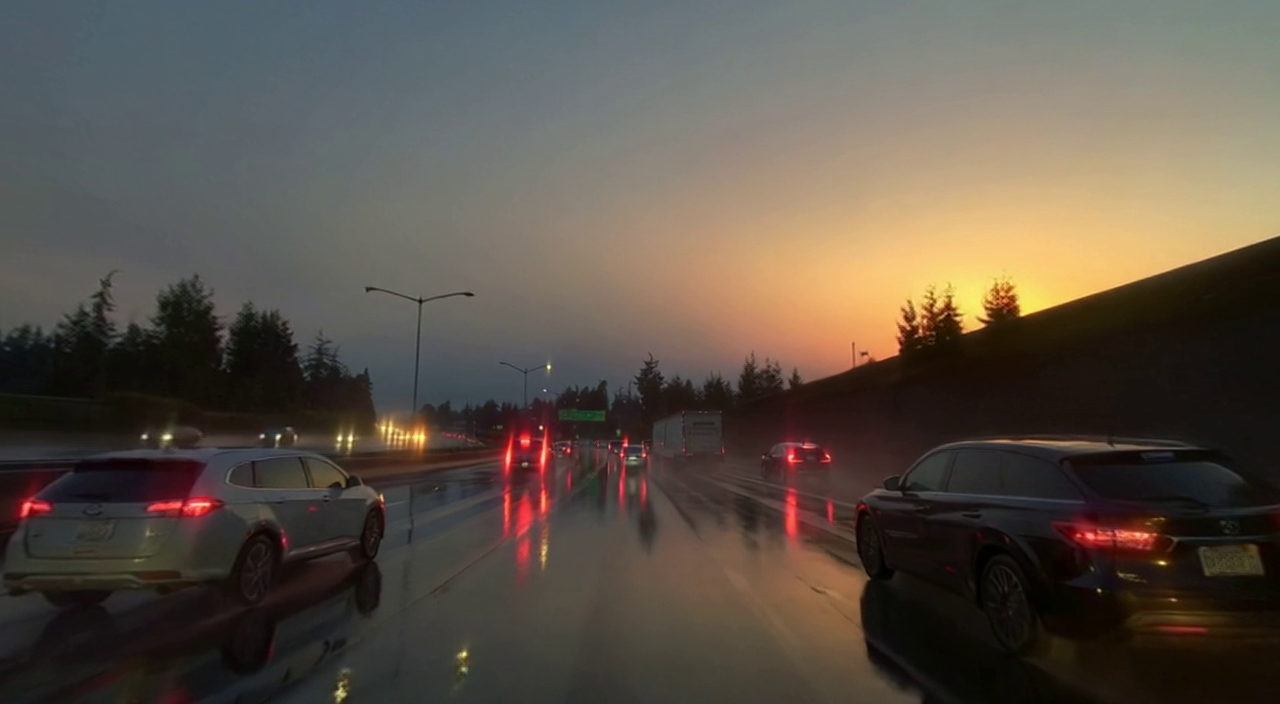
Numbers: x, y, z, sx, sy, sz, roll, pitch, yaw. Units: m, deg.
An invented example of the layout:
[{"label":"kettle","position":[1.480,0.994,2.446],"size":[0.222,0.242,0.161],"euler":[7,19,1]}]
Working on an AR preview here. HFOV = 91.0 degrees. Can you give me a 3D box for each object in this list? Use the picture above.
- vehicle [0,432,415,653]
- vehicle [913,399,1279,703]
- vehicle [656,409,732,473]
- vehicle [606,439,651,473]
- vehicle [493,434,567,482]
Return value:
[{"label":"vehicle","position":[-4.073,1.568,6.326],"size":[1.947,1.424,4.264],"euler":[0,-9,1]},{"label":"vehicle","position":[3.122,1.001,2.609],"size":[2.031,1.504,4.327],"euler":[0,-9,0]},{"label":"vehicle","position":[2.935,5.513,38.665],"size":[3.426,3.279,12.313],"euler":[0,-9,-1]},{"label":"vehicle","position":[-0.619,5.610,34.123],"size":[2.235,1.682,4.094],"euler":[0,-9,-1]},{"label":"vehicle","position":[-4.387,4.308,25.908],"size":[2.176,1.783,4.799],"euler":[0,-9,0]}]
